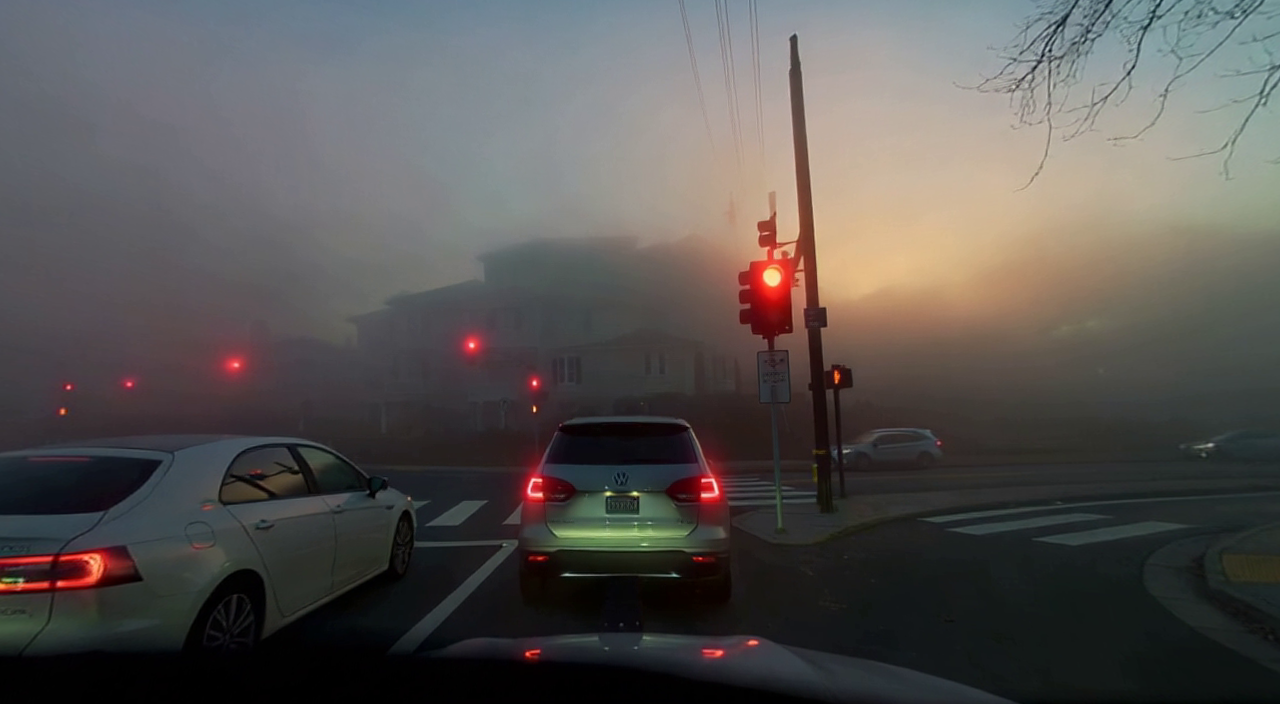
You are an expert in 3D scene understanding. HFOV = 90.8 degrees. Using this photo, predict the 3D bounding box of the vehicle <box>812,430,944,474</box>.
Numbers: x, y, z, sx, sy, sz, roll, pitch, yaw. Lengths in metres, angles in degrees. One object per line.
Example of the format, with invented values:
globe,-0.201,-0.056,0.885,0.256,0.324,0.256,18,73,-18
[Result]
vehicle,10.061,4.274,27.078,4.887,1.769,2.035,-1,-9,6

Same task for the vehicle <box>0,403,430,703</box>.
vehicle,-3.294,1.278,4.719,2.035,1.492,4.415,0,-9,-2

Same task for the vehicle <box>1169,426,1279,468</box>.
vehicle,24.700,3.841,25.535,4.670,1.616,1.926,-1,-9,6

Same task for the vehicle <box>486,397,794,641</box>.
vehicle,-0.140,1.472,6.564,2.154,1.670,4.140,1,-9,-4
